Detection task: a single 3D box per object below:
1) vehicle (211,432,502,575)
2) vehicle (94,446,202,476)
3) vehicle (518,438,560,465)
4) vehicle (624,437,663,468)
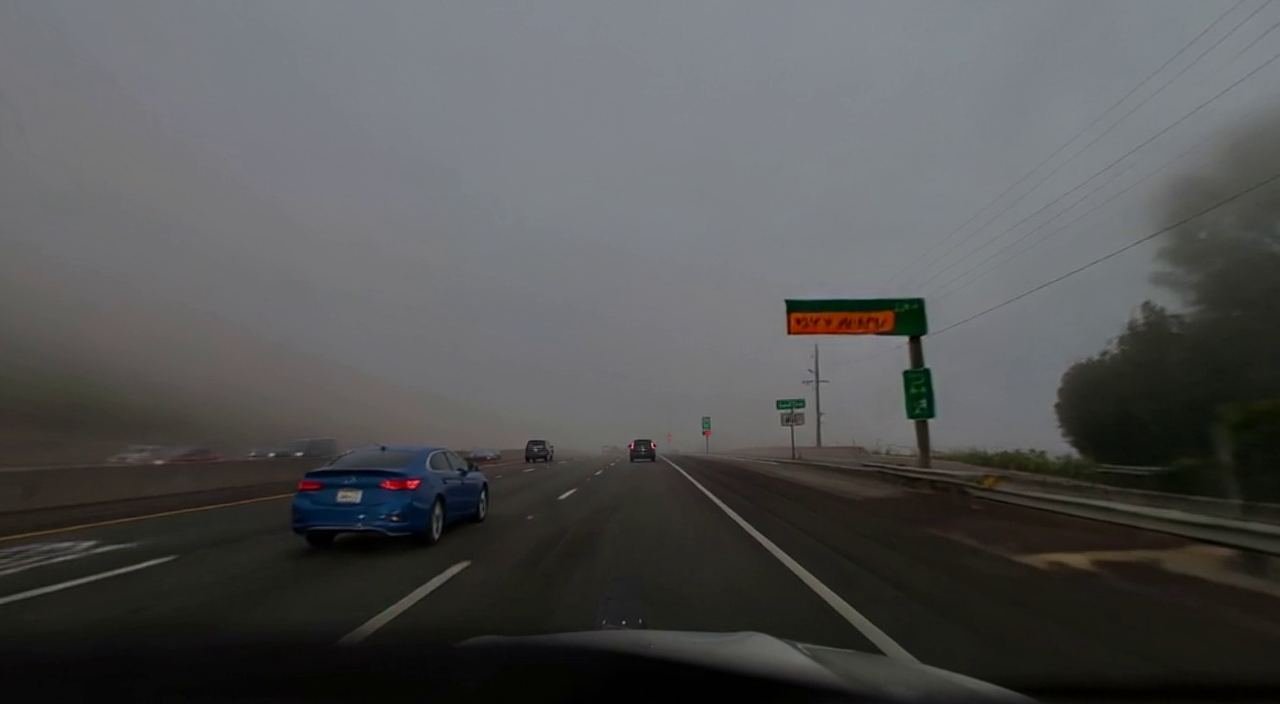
[{"bbox_3d":[-3.588,1.989,9.253,1.967,1.517,4.808,0,-8,1],"label":"vehicle"},{"bbox_3d":[-28.293,6.268,36.516,2.182,1.596,5.004,0,-8,0],"label":"vehicle"},{"bbox_3d":[-7.120,7.063,44.914,2.091,1.775,4.601,0,-8,1],"label":"vehicle"},{"bbox_3d":[0.178,6.006,37.796,2.194,1.737,4.127,0,-8,-1],"label":"vehicle"}]
